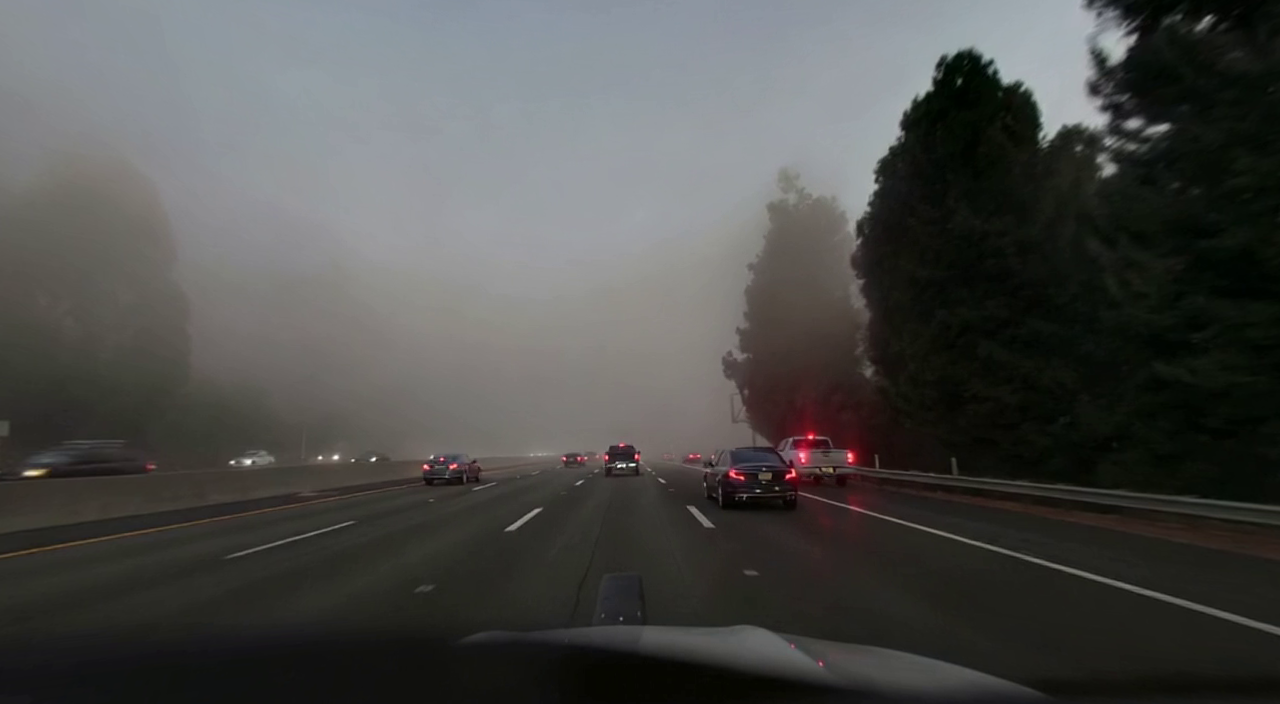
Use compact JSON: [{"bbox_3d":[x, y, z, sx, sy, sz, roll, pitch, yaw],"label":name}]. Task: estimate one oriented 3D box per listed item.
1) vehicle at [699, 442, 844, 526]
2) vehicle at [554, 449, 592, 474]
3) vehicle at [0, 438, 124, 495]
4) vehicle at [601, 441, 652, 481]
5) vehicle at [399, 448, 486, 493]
[{"bbox_3d":[2.522,2.646,13.317,2.011,1.462,4.286,0,-8,-1],"label":"vehicle"},{"bbox_3d":[-4.216,6.951,40.355,1.935,1.487,4.076,0,-8,0],"label":"vehicle"},{"bbox_3d":[-19.460,3.614,20.309,1.878,1.620,4.561,0,-8,-1],"label":"vehicle"},{"bbox_3d":[-0.620,5.327,31.156,2.323,1.805,4.729,0,-8,0],"label":"vehicle"},{"bbox_3d":[-7.377,4.433,24.051,1.920,1.482,4.385,0,-8,0],"label":"vehicle"}]
